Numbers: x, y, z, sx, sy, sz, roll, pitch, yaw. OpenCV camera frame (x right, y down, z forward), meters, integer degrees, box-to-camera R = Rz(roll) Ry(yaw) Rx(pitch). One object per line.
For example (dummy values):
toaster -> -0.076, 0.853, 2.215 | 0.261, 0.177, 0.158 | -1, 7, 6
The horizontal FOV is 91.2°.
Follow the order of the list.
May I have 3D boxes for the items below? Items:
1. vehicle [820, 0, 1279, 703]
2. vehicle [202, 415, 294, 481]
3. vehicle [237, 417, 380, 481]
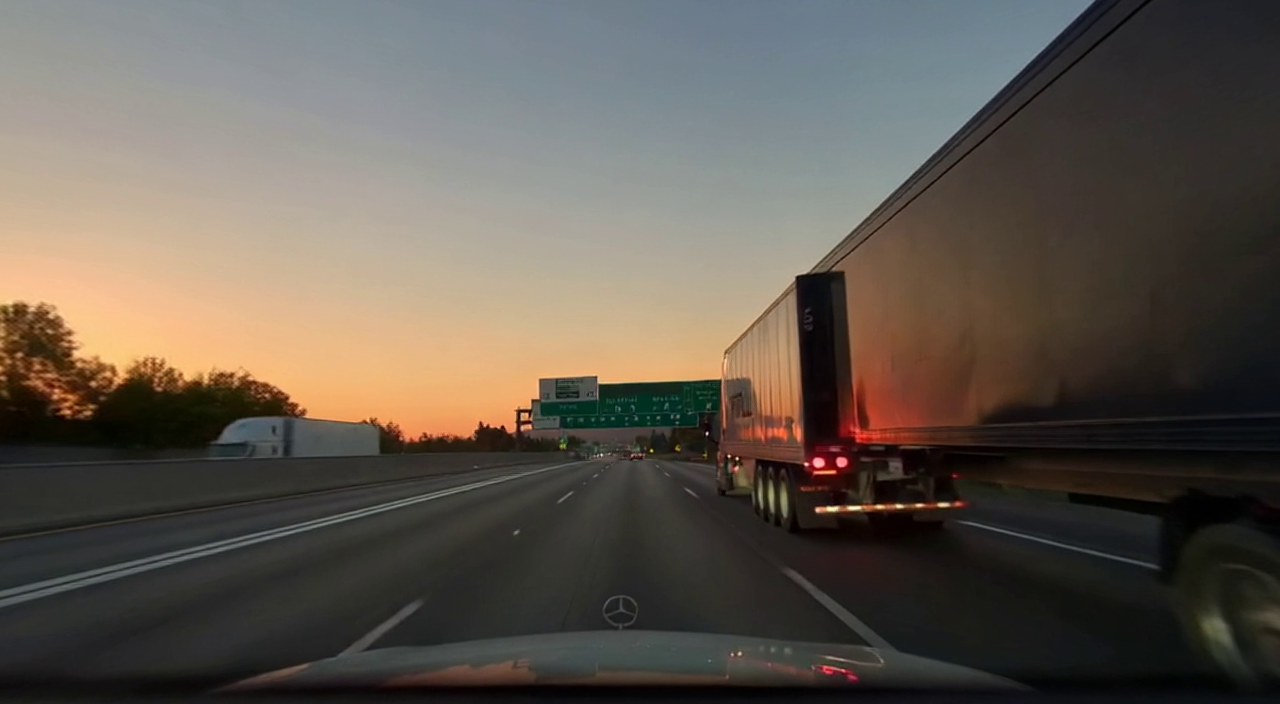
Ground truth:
vehicle -> 4.006, 0.054, 4.246 | 2.869, 4.013, 8.610 | 0, -9, 0
vehicle -> -23.324, 5.743, 37.493 | 2.904, 3.739, 3.648 | 0, -9, 0
vehicle -> -23.280, 7.041, 45.550 | 2.896, 3.850, 14.049 | 0, -9, -1
